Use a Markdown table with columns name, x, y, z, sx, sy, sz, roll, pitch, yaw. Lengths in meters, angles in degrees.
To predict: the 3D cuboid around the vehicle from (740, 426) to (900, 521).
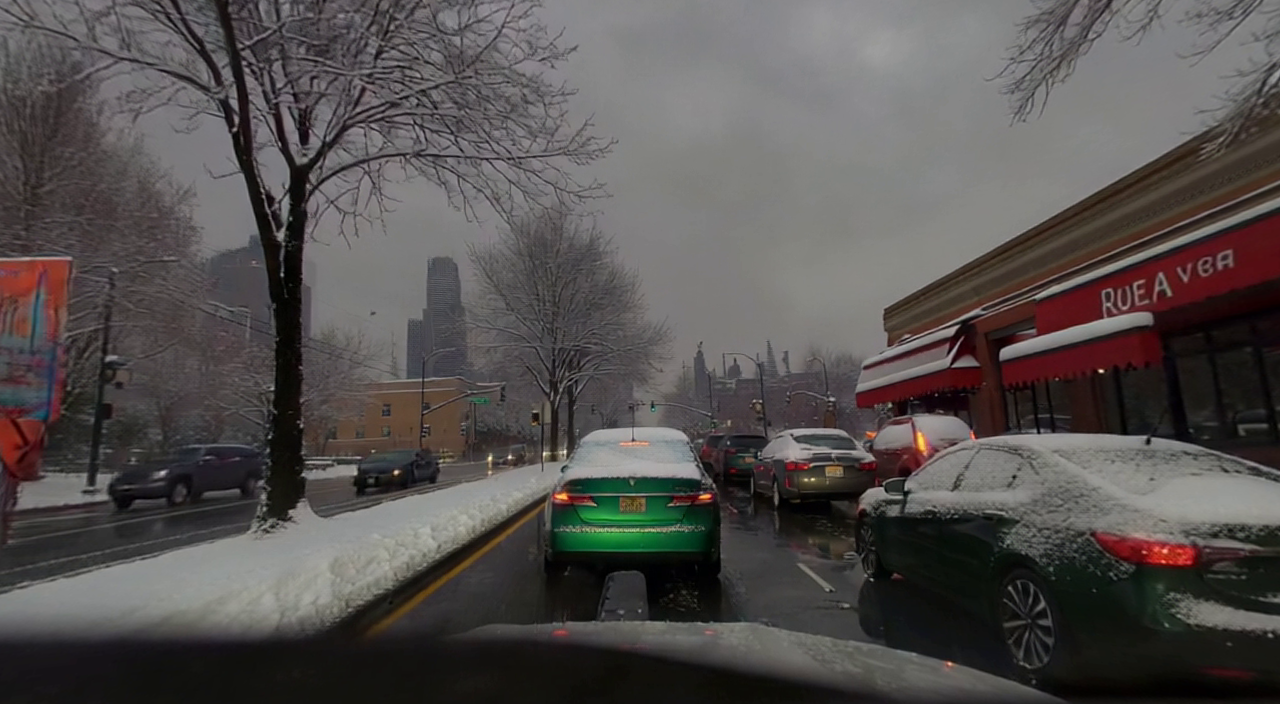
| name | x | y | z | sx | sy | sz | roll | pitch | yaw |
| --- | --- | --- | --- | --- | --- | --- | --- | --- | --- |
| vehicle | 3.534 | 2.477 | 13.403 | 2.025 | 1.660 | 4.263 | 0 | -9 | -1 |

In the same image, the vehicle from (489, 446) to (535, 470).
| name | x | y | z | sx | sy | sz | roll | pitch | yaw |
| --- | --- | --- | --- | --- | --- | --- | --- | --- | --- |
| vehicle | -8.461 | 7.064 | 42.229 | 2.169 | 1.477 | 4.168 | 0 | -9 | 0 |

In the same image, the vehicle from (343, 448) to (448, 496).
| name | x | y | z | sx | sy | sz | roll | pitch | yaw |
| --- | --- | --- | --- | --- | --- | --- | --- | --- | --- |
| vehicle | -8.170 | 4.019 | 21.583 | 1.850 | 1.417 | 4.321 | 0 | -9 | 0 |

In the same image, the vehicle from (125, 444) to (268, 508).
| name | x | y | z | sx | sy | sz | roll | pitch | yaw |
| --- | --- | --- | --- | --- | --- | --- | --- | --- | --- |
| vehicle | -13.973 | 3.866 | 20.281 | 2.072 | 1.773 | 4.329 | 1 | -9 | -11 |

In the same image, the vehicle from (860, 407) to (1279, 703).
| name | x | y | z | sx | sy | sz | roll | pitch | yaw |
| --- | --- | --- | --- | --- | --- | --- | --- | --- | --- |
| vehicle | 3.308 | 1.256 | 4.468 | 1.988 | 1.480 | 4.195 | 0 | -9 | 0 |

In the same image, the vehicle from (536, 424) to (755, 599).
| name | x | y | z | sx | sy | sz | roll | pitch | yaw |
| --- | --- | --- | --- | --- | --- | --- | --- | --- | --- |
| vehicle | 0.035 | 1.650 | 7.299 | 1.887 | 1.487 | 3.535 | 0 | -9 | 0 |
